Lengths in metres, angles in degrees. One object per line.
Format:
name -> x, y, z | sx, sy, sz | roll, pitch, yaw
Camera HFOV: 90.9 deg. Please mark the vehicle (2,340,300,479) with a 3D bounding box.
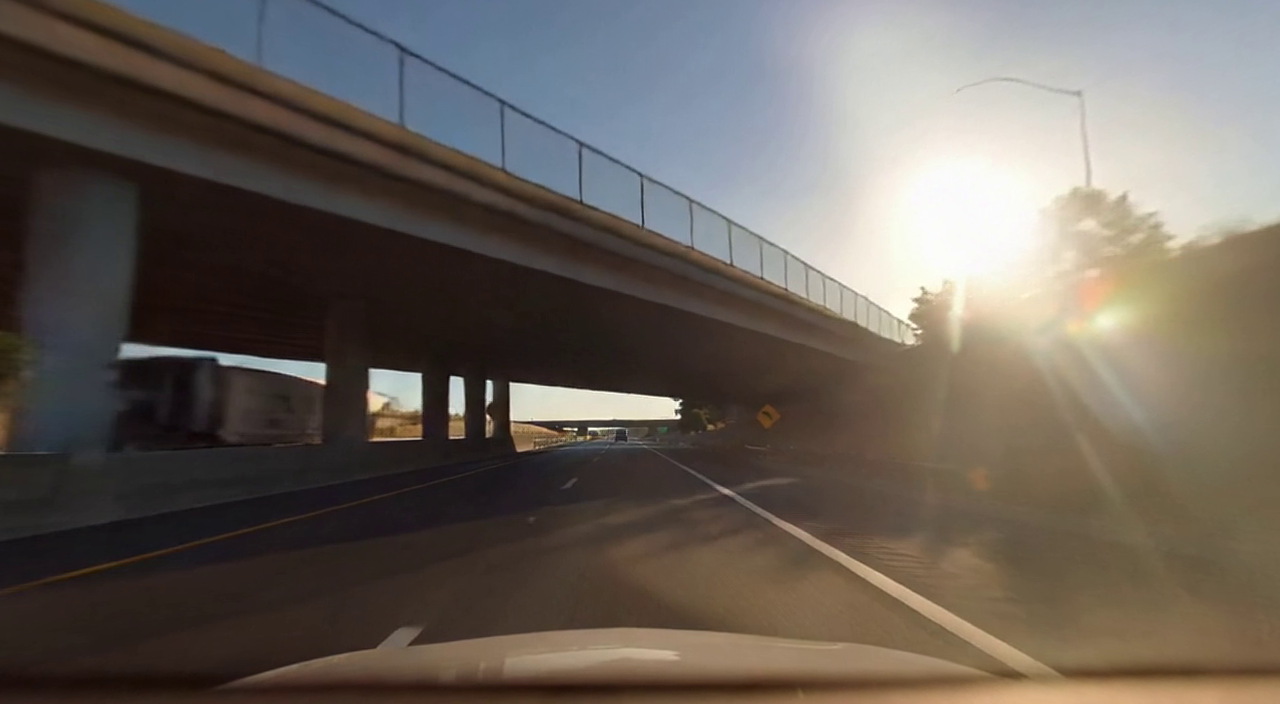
vehicle -> -16.854, 2.321, 23.363 | 3.034, 4.039, 10.195 | 0, -8, -2
